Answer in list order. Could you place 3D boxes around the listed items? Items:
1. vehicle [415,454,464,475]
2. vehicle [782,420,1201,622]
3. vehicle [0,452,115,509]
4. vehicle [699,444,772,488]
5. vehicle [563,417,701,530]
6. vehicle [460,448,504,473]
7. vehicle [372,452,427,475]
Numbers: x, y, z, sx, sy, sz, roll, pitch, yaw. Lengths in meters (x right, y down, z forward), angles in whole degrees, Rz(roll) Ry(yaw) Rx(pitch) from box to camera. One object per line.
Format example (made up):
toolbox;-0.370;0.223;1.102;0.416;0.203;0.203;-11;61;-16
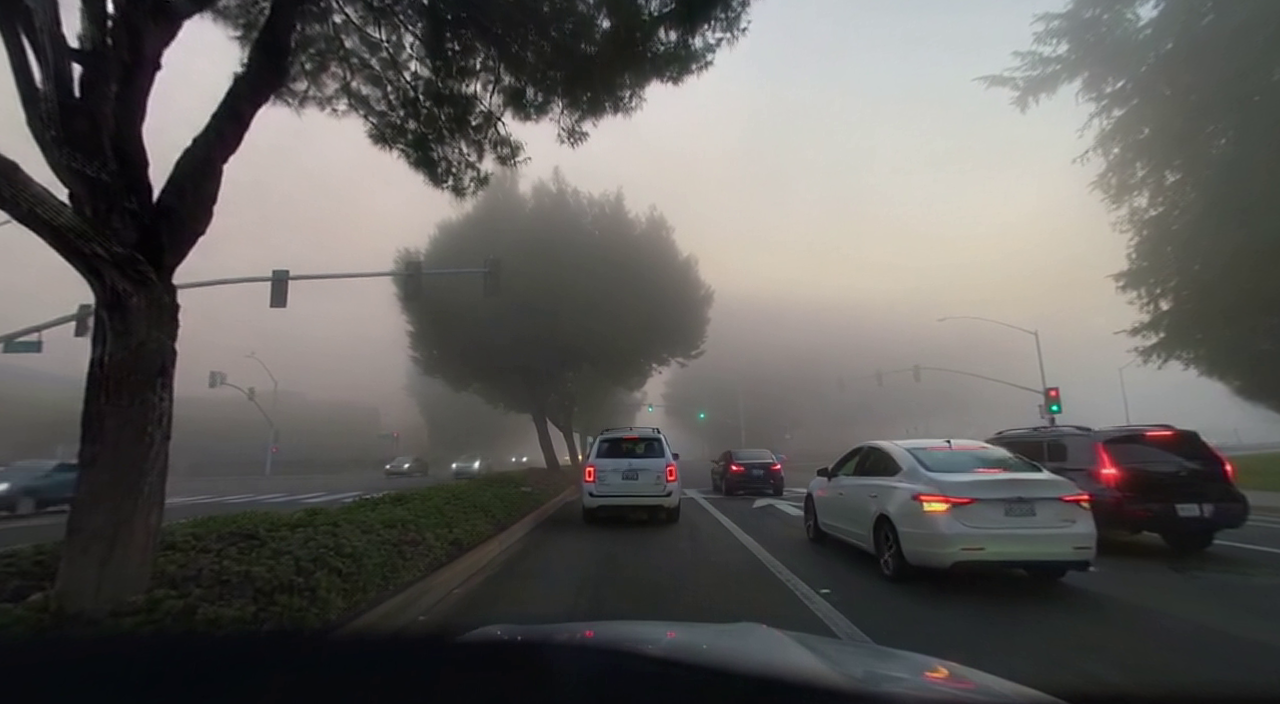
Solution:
vehicle;-14.501;8.142;45.886;2.107;1.448;4.179;0;-9;1
vehicle;3.319;1.684;7.417;2.034;1.558;4.774;0;-9;-2
vehicle;-20.872;4.290;21.408;2.138;1.708;4.589;0;-9;0
vehicle;3.502;4.271;24.018;2.004;1.523;4.263;0;-9;-1
vehicle;-0.140;2.303;12.517;2.236;1.827;4.316;0;-9;0
vehicle;-11.227;7.692;45.113;2.032;1.671;4.316;0;-9;0
vehicle;-17.467;8.132;46.127;1.971;1.523;4.991;0;-9;1
